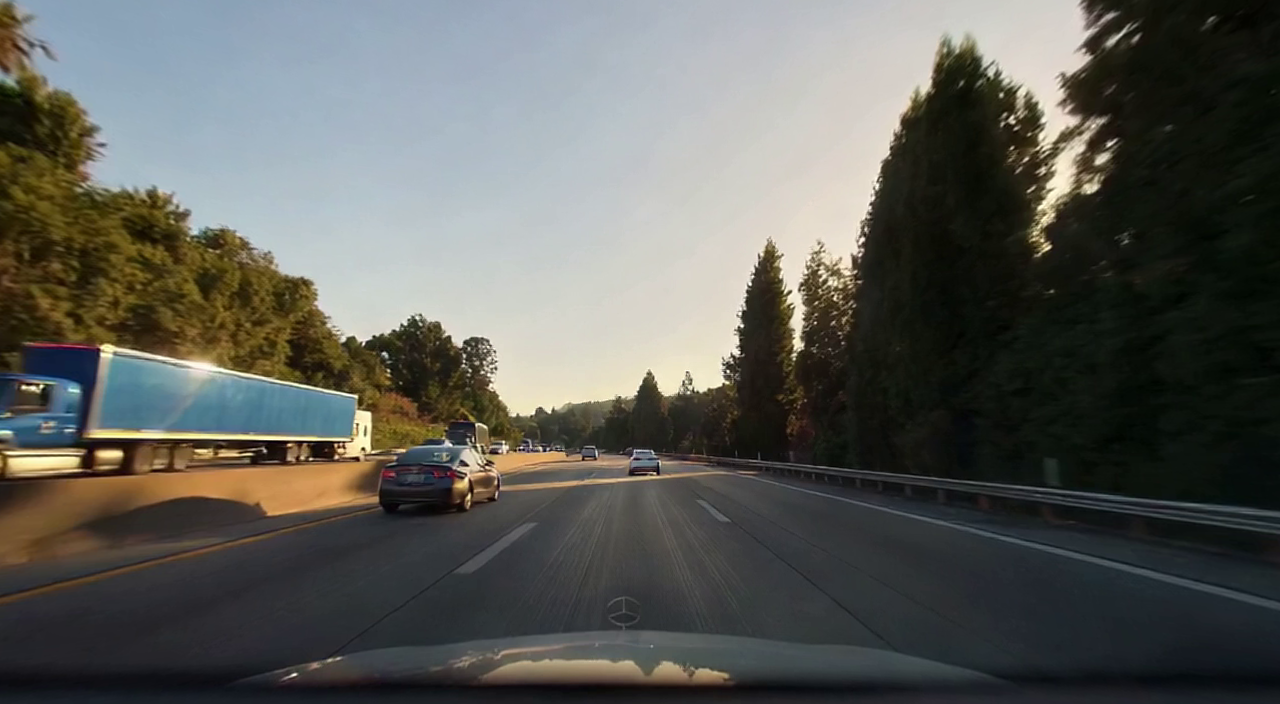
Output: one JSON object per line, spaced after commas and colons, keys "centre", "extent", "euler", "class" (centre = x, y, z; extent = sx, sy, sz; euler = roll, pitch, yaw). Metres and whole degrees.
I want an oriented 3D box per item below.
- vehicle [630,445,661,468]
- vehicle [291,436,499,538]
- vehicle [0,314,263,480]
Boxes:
{"centre": [0.348, 7.340, 44.531], "extent": [2.008, 1.499, 3.192], "euler": [0, -9, -2], "class": "vehicle"}
{"centre": [-4.150, 2.352, 11.673], "extent": [2.054, 1.500, 4.469], "euler": [0, -9, 0], "class": "vehicle"}
{"centre": [-16.860, 1.840, 20.265], "extent": [2.930, 3.986, 10.582], "euler": [0, -9, 0], "class": "vehicle"}
